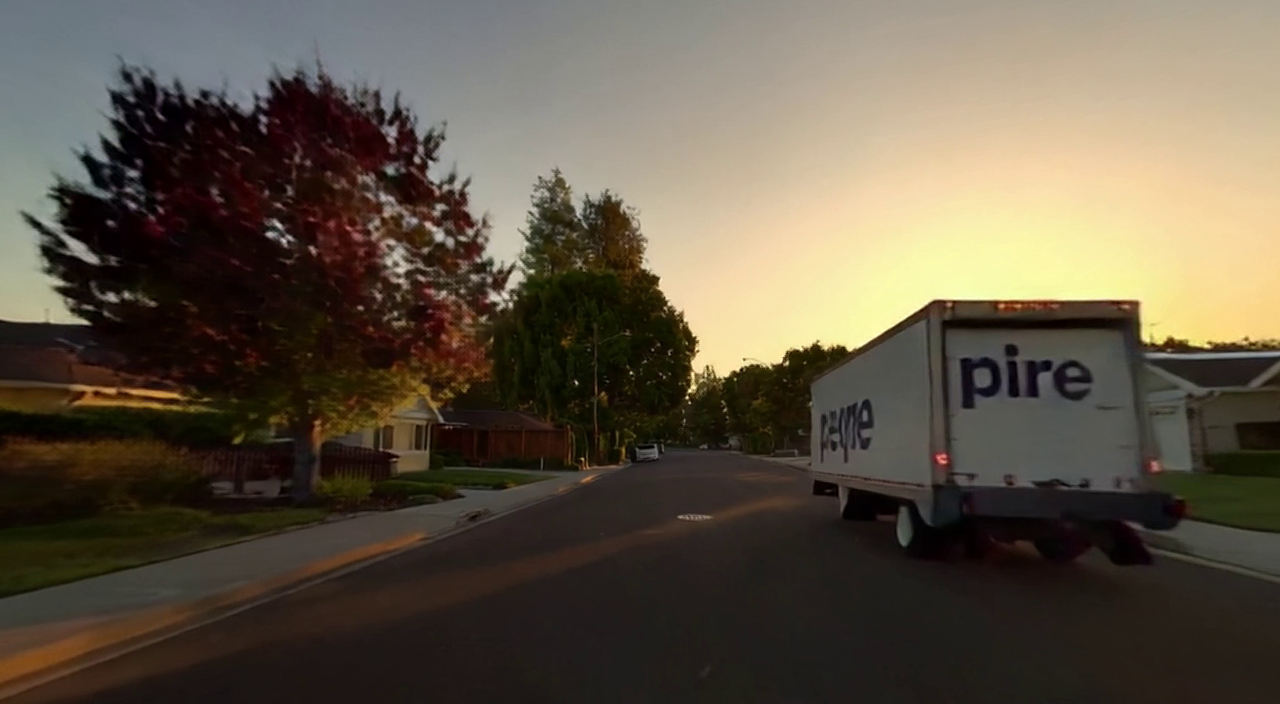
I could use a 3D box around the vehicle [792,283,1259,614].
[{"bbox_3d":[4.400,1.414,9.672,2.924,3.018,7.600,-1,-9,6],"label":"vehicle"}]
